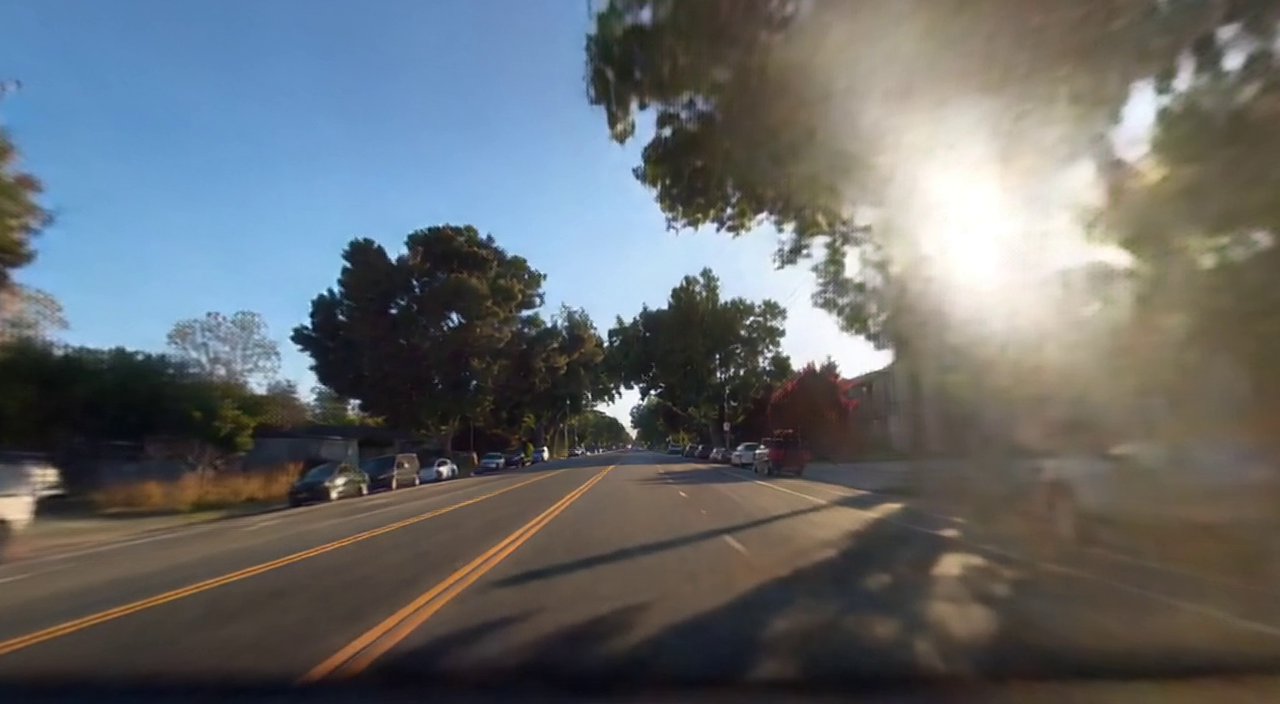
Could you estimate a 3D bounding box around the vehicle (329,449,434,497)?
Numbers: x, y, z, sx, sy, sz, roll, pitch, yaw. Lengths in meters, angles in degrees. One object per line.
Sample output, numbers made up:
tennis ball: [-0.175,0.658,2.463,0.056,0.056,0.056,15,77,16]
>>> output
vehicle: [-10.790,5.062,26.909,2.050,1.769,5.585,0,-8,1]

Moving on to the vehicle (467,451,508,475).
vehicle: [-10.817,7.891,45.139,1.840,1.526,4.214,-1,-8,1]

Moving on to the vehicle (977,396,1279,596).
vehicle: [7.373,1.748,8.479,2.224,1.956,6.057,0,-8,-1]

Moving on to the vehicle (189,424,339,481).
vehicle: [-20.879,5.631,35.380,6.604,3.012,2.656,0,-9,1]

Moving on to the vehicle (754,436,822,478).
vehicle: [7.188,5.144,31.218,2.103,1.912,4.892,0,-8,-1]

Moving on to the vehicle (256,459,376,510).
vehicle: [-10.840,4.429,21.548,1.838,1.450,4.317,0,-8,-1]

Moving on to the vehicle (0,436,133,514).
vehicle: [-19.316,3.573,18.594,6.704,2.118,2.342,0,-8,0]
